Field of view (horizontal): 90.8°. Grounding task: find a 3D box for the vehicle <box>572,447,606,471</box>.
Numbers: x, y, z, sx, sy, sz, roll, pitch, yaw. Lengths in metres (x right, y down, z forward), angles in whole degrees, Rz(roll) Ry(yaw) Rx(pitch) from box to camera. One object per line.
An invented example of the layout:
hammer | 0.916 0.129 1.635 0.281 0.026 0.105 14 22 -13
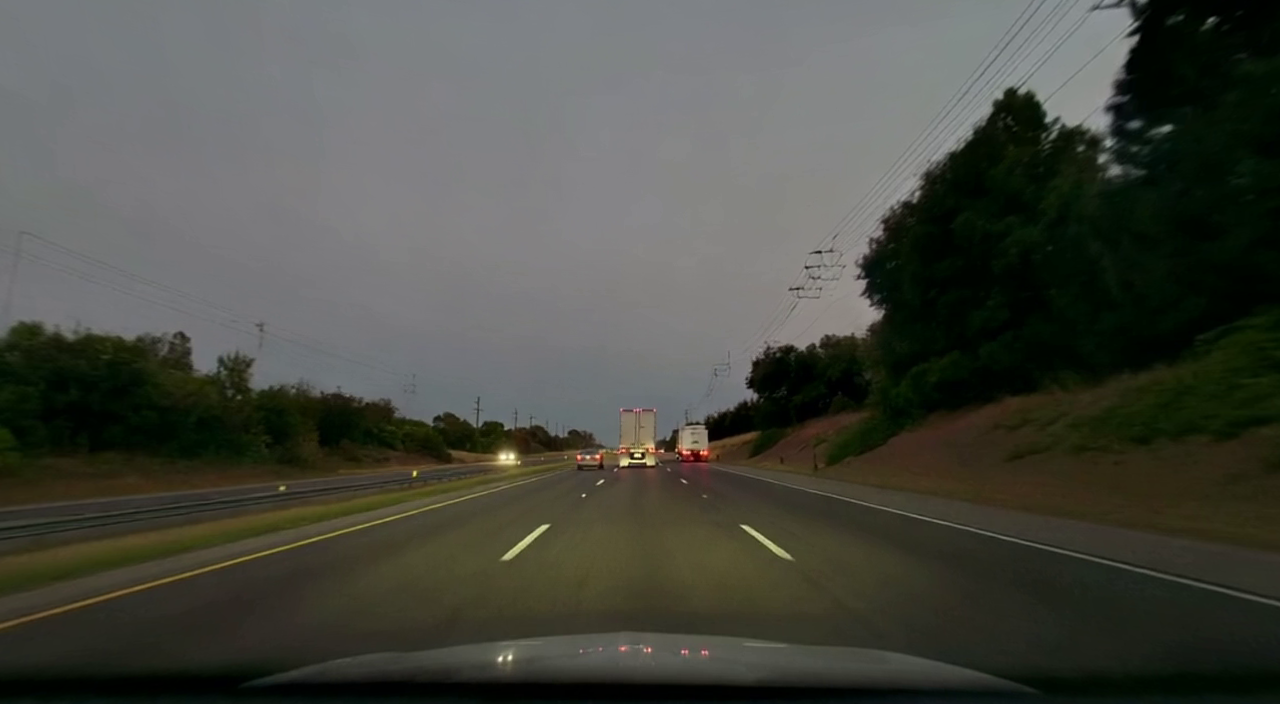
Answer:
vehicle | -3.517 7.449 44.052 2.024 1.582 4.032 0 -9 0

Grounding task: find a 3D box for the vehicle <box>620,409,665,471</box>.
vehicle | 0.112 6.876 48.357 2.997 4.076 13.224 0 -9 0
